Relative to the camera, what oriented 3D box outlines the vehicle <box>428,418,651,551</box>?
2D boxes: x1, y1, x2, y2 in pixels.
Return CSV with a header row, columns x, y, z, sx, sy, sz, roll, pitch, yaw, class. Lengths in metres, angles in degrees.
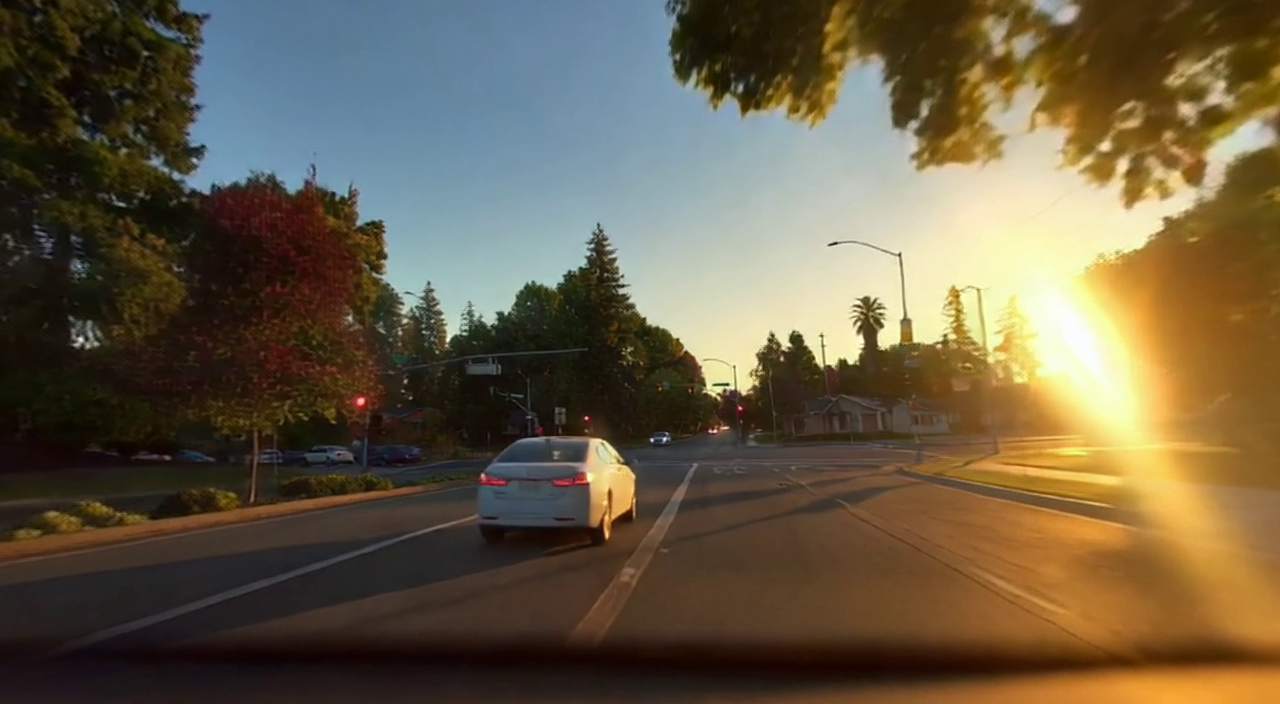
x,y,z,sx,sy,sz,roll,pitch,yaw,class
-1.196,1.945,10.069,2.139,1.564,4.901,-1,-8,8,vehicle
